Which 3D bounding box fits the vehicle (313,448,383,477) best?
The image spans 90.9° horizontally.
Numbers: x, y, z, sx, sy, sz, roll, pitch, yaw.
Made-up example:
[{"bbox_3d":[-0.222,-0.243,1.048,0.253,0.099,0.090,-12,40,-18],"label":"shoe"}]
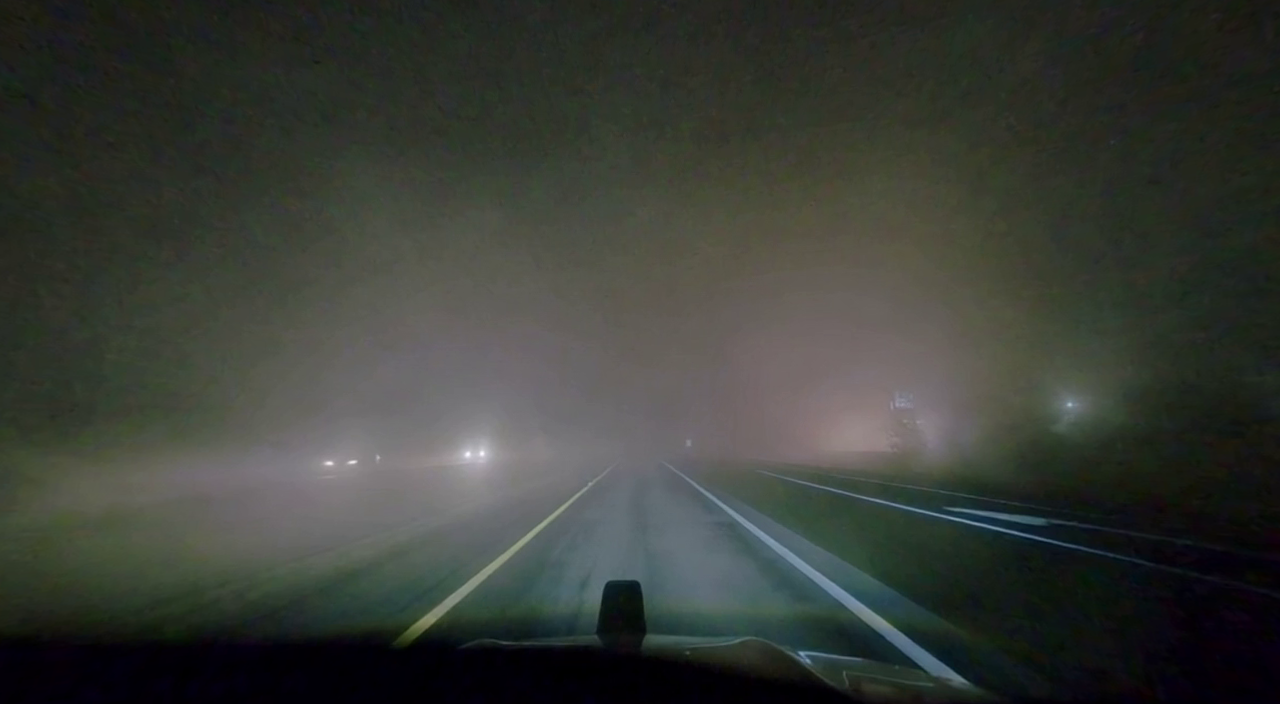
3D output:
[{"bbox_3d":[-16.709,6.315,36.360,1.906,1.500,4.321,0,-9,1],"label":"vehicle"}]
